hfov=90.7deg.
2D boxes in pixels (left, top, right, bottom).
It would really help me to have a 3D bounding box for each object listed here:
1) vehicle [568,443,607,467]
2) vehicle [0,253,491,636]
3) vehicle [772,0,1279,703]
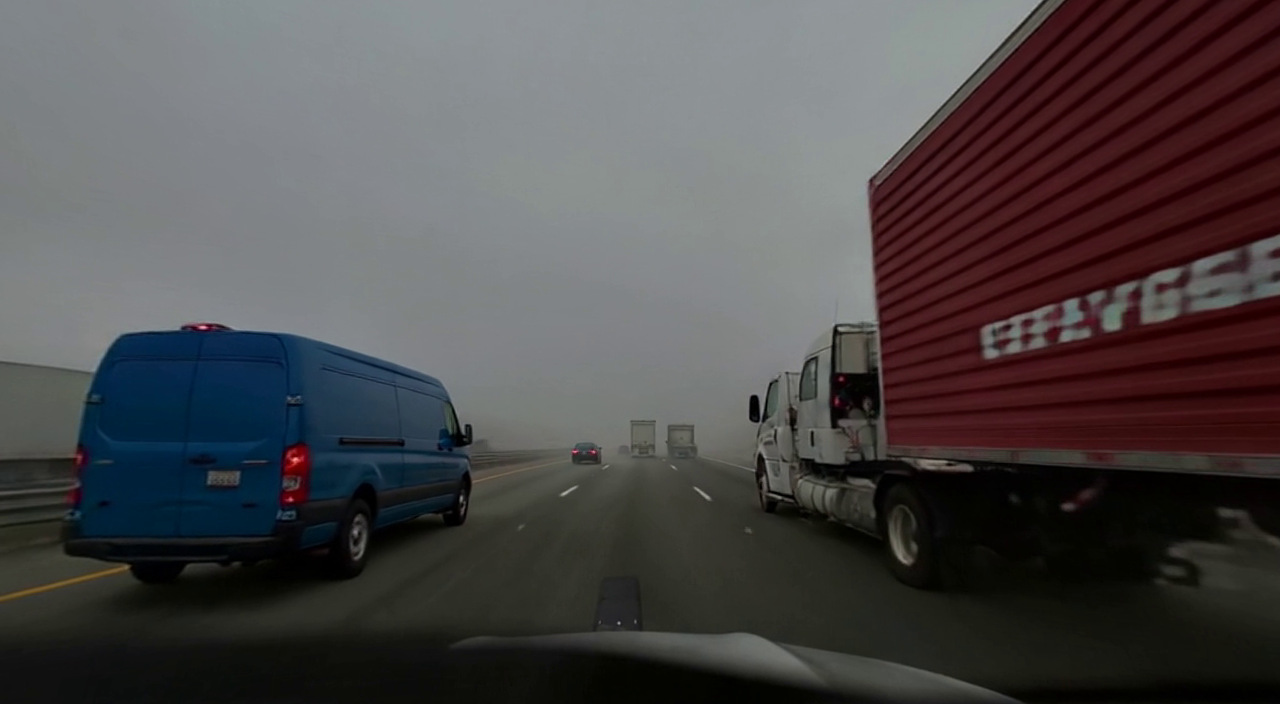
[{"bbox_3d":[-3.324,6.589,40.606,2.024,1.472,4.014,-1,-9,2],"label":"vehicle"},{"bbox_3d":[-3.981,1.132,8.091,2.557,2.855,6.674,0,-9,0],"label":"vehicle"},{"bbox_3d":[3.984,0.050,4.789,2.951,3.974,13.340,0,-9,-1],"label":"vehicle"}]
